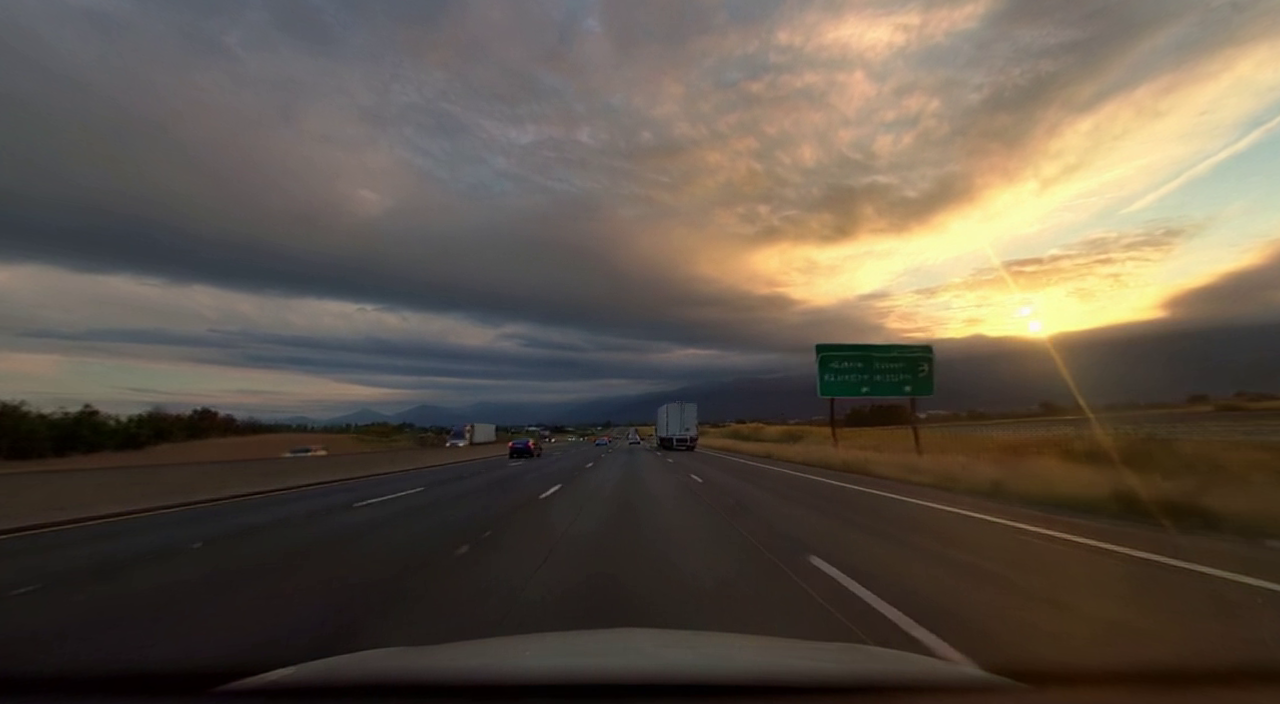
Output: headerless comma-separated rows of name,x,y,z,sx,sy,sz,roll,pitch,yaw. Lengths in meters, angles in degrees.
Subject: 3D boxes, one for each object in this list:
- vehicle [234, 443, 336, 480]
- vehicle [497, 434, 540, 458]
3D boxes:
vehicle,-16.037,4.945,28.760,2.083,1.500,4.374,0,-8,0
vehicle,-7.915,6.165,41.491,2.018,1.454,4.290,0,-8,-1
